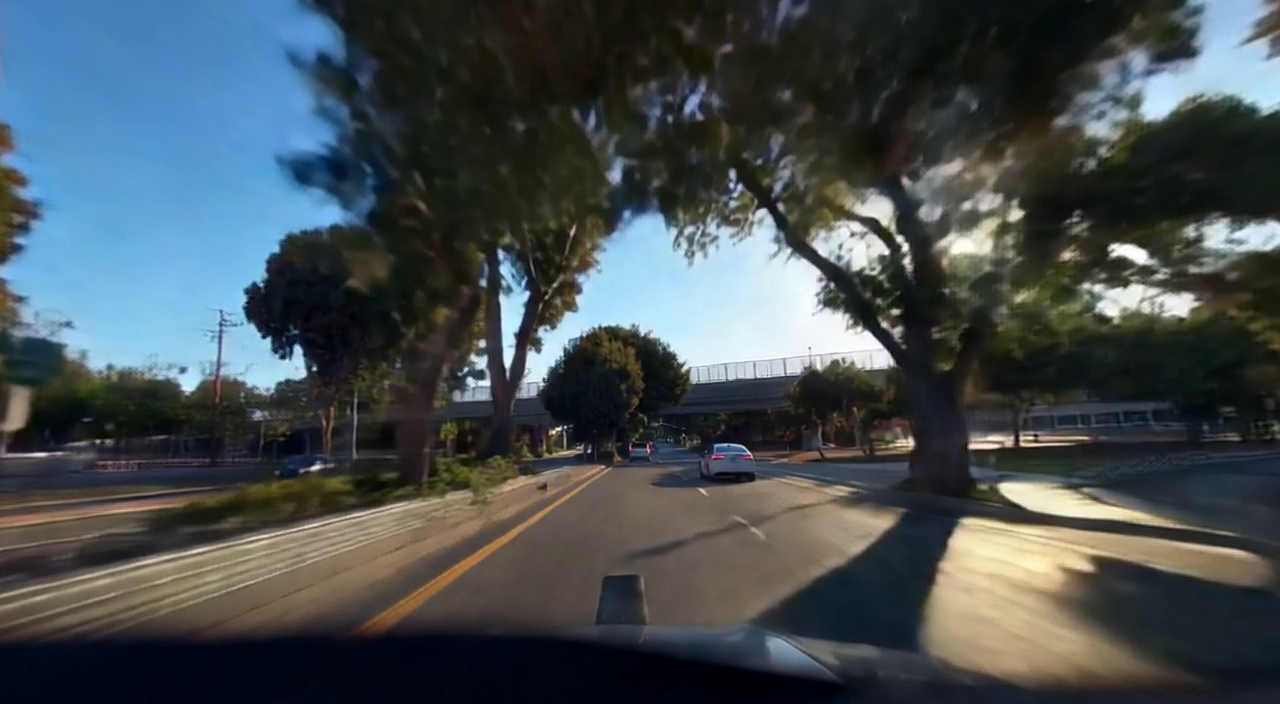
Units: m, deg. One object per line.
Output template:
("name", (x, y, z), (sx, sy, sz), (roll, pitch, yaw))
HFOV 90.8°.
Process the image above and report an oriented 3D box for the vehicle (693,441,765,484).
("vehicle", (3.309, 4.217, 24.428), (2.062, 1.484, 4.332), (0, -8, -1))
